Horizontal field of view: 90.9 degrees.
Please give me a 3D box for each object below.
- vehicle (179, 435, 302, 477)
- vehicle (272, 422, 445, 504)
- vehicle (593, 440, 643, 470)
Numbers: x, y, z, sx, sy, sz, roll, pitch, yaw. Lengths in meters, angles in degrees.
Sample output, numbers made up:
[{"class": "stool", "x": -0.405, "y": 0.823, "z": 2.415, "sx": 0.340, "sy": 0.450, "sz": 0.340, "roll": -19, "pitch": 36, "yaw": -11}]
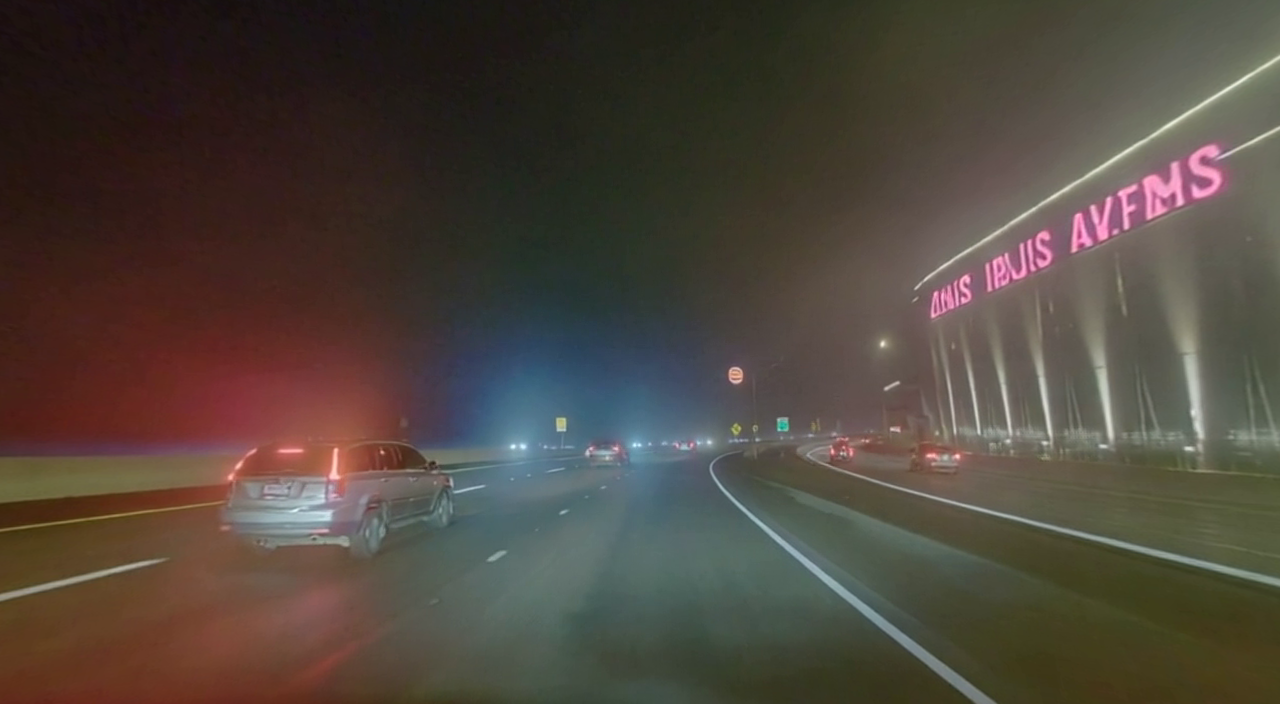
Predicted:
[{"class": "vehicle", "x": -16.279, "y": 4.279, "z": 26.034, "sx": 1.956, "sy": 1.568, "sz": 4.373, "roll": -1, "pitch": -9, "yaw": 5}, {"class": "vehicle", "x": -6.599, "y": 2.663, "z": 15.444, "sx": 1.993, "sy": 1.690, "sz": 4.450, "roll": -1, "pitch": -9, "yaw": 3}, {"class": "vehicle", "x": -1.057, "y": 5.250, "z": 32.298, "sx": 1.928, "sy": 1.455, "sz": 4.361, "roll": -1, "pitch": -9, "yaw": 6}]
